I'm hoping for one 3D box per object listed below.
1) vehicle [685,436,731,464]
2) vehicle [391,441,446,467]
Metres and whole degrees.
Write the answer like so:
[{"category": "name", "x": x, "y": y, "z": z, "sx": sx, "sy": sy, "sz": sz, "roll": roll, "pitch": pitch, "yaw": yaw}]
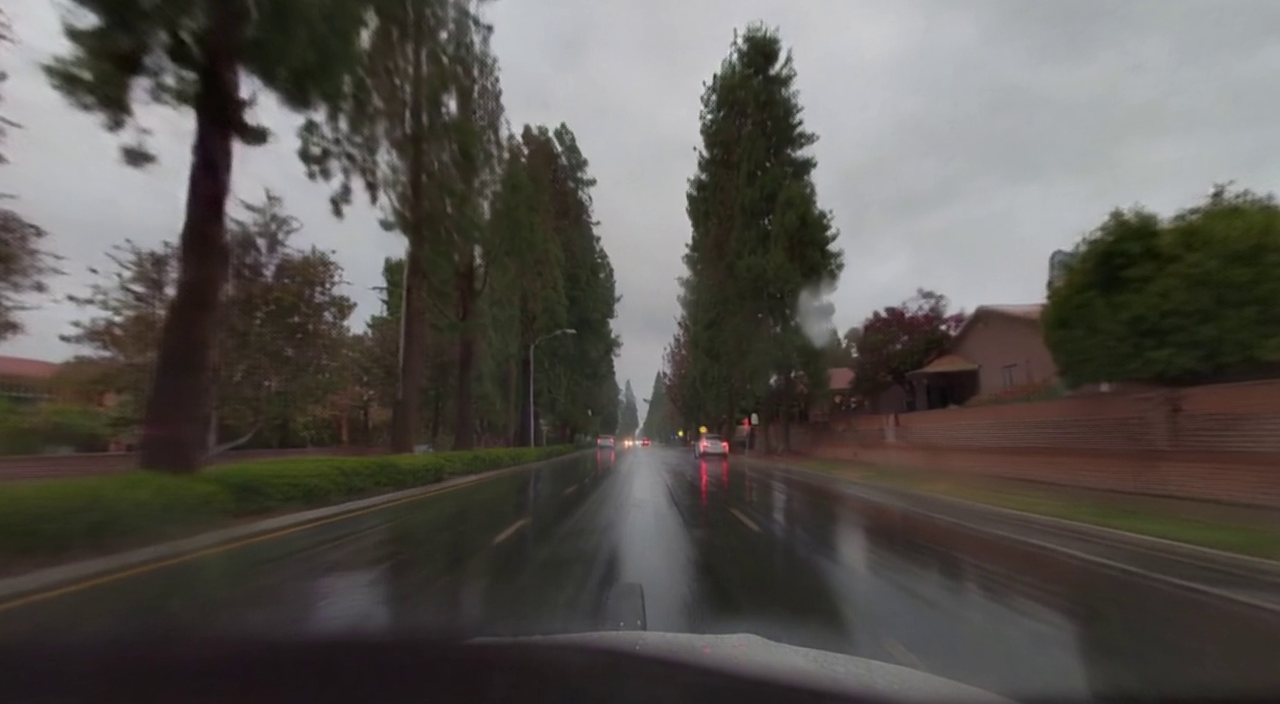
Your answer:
[{"category": "vehicle", "x": 4.067, "y": 5.993, "z": 38.536, "sx": 2.237, "sy": 1.578, "sz": 4.621, "roll": 0, "pitch": -8, "yaw": -1}, {"category": "vehicle", "x": -16.930, "y": 7.808, "z": 48.542, "sx": 2.208, "sy": 1.899, "sz": 5.269, "roll": -1, "pitch": -8, "yaw": 2}]
